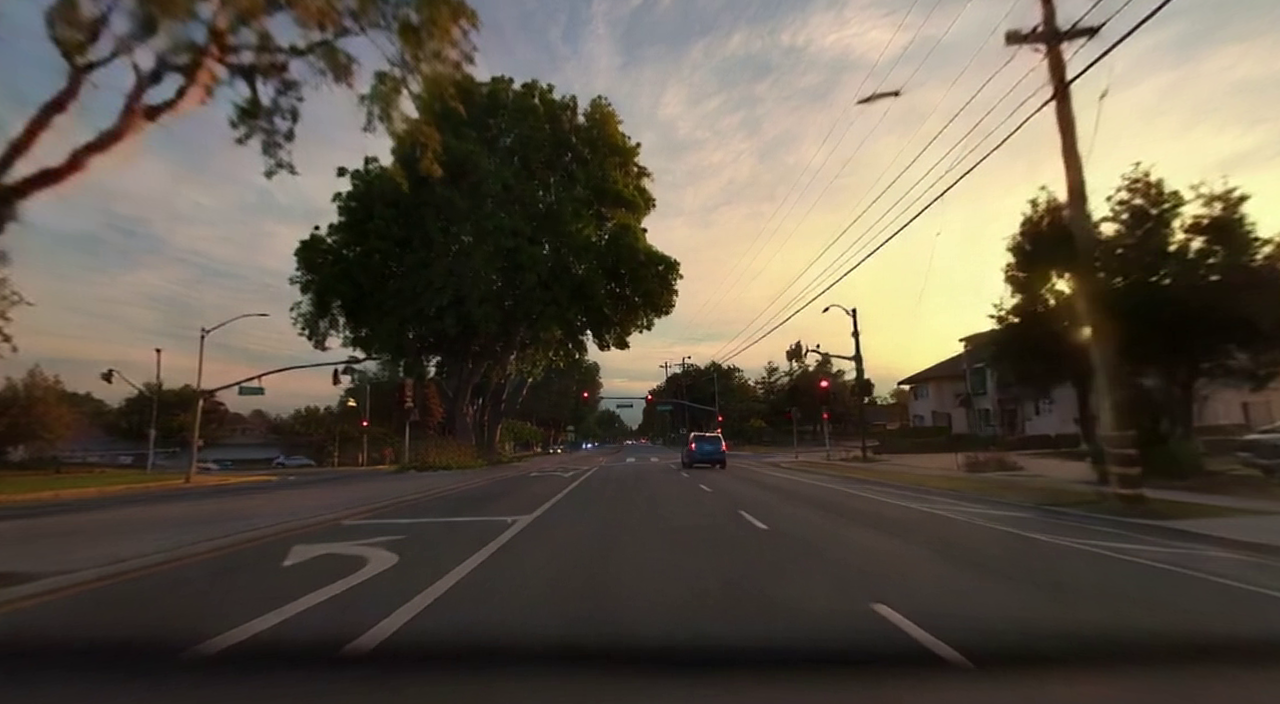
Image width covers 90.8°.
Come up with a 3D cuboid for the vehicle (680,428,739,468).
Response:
[{"bbox_3d":[3.316,4.755,31.205,2.229,1.795,4.927,0,-9,-2],"label":"vehicle"}]
